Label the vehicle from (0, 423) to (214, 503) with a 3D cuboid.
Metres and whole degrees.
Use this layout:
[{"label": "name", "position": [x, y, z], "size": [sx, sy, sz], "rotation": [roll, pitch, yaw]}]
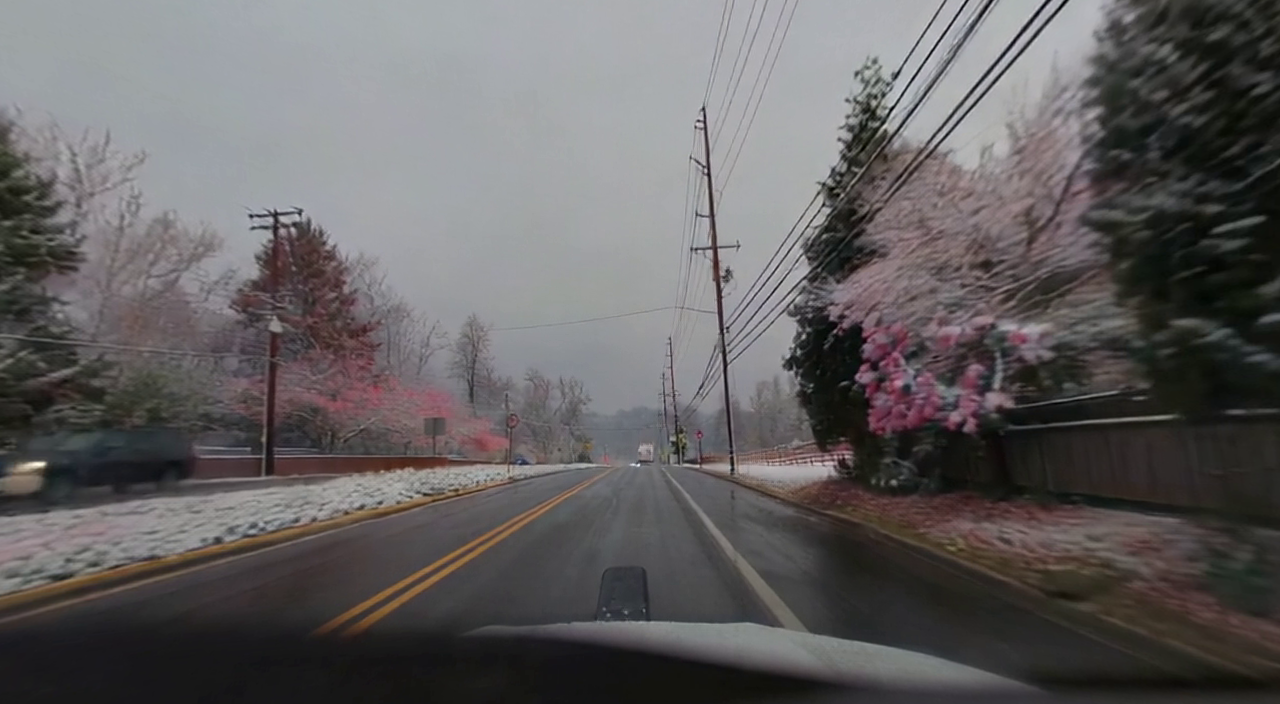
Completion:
[{"label": "vehicle", "position": [-15.115, 3.023, 17.600], "size": [2.266, 1.851, 5.789], "rotation": [0, -9, 2]}]
